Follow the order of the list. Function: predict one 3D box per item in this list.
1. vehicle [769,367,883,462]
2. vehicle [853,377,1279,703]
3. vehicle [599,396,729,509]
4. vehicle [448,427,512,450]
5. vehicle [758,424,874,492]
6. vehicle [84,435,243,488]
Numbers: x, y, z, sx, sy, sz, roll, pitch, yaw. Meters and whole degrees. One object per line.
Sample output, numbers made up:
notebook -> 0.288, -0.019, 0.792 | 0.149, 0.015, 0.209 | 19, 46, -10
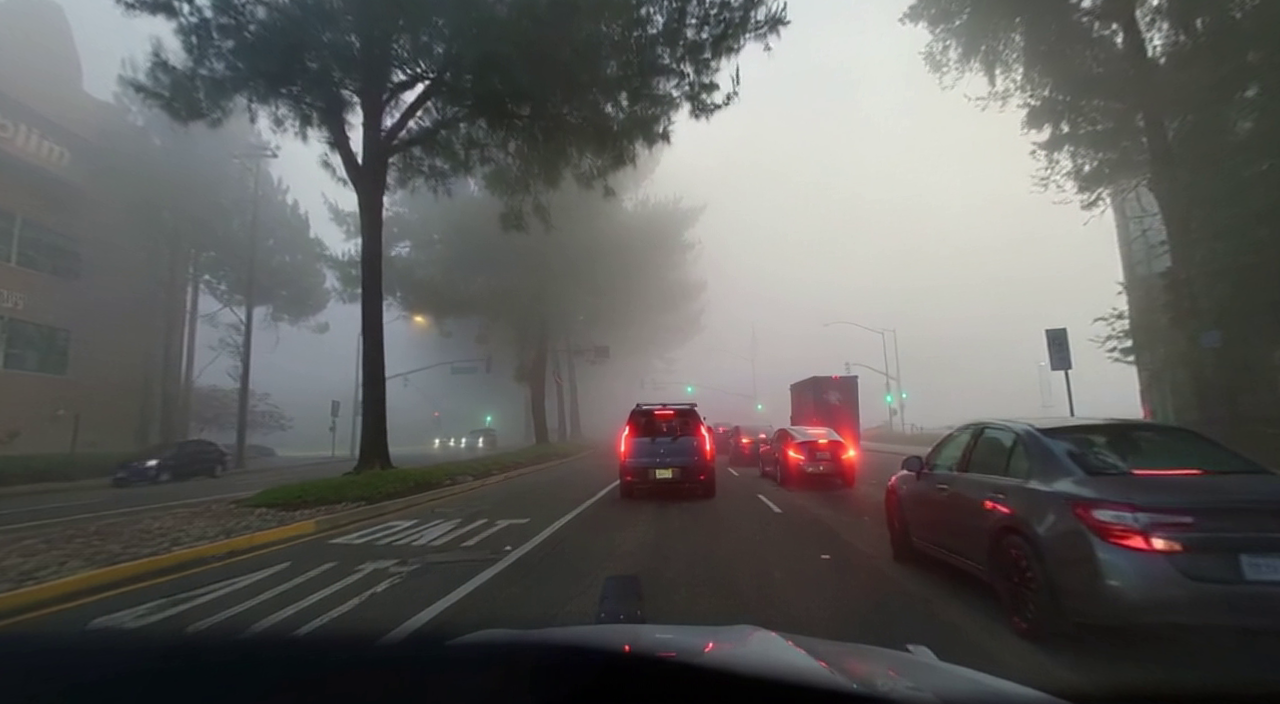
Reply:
vehicle -> 8.567, 3.229, 30.428 | 2.965, 3.900, 9.064 | 0, -9, 2
vehicle -> 3.349, 1.197, 5.031 | 2.109, 1.500, 4.585 | -1, -9, 6
vehicle -> 0.601, 2.030, 12.915 | 2.188, 1.892, 4.488 | -1, -9, 5
vehicle -> -12.362, 6.764, 48.836 | 2.018, 1.715, 4.451 | -7, -11, 37
vehicle -> 4.174, 2.606, 15.668 | 1.862, 1.451, 4.083 | 0, -9, 2
vehicle -> -17.020, 3.904, 22.808 | 1.950, 1.713, 4.406 | -1, -9, 7
